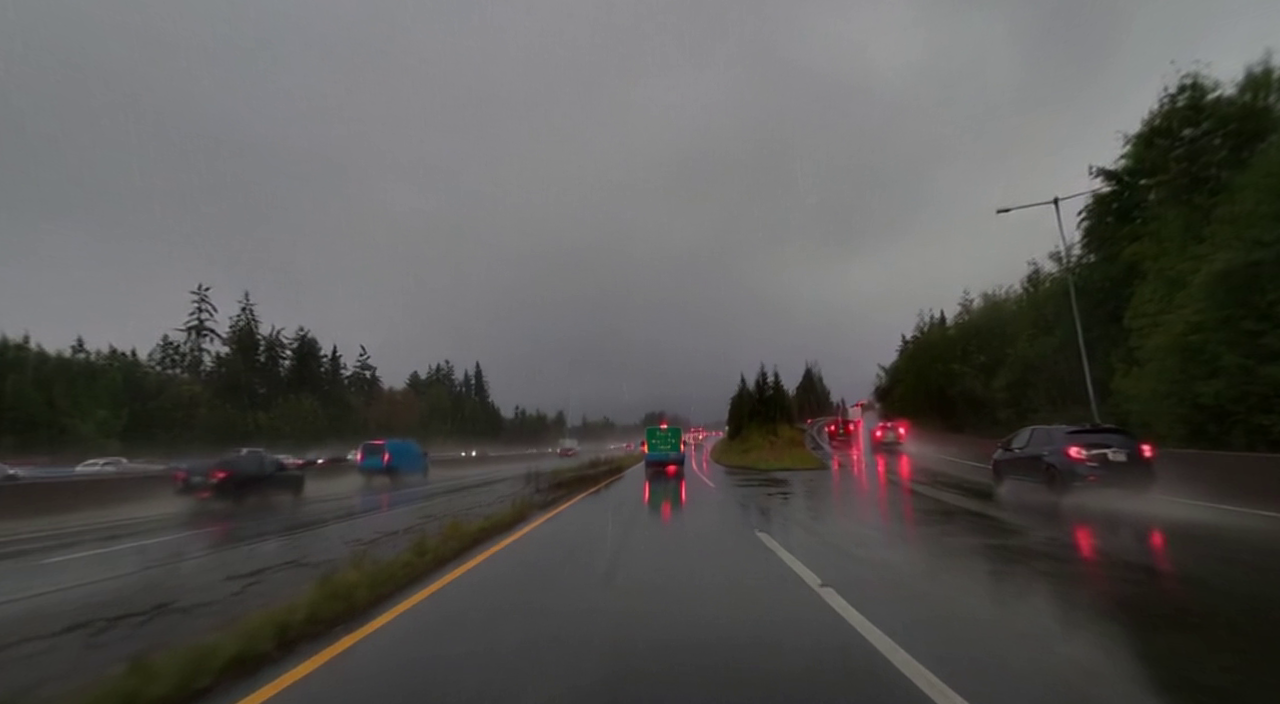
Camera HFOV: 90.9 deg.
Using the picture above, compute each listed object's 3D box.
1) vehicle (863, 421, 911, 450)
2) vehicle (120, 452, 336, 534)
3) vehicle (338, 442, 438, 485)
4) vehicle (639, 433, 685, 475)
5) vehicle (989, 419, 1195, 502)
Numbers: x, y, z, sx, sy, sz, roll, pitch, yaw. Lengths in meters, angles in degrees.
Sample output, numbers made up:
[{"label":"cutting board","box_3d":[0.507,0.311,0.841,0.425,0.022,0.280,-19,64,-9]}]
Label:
[{"label":"vehicle","box_3d":[16.672,5.697,42.834,2.167,1.798,4.838,-2,-8,12]},{"label":"vehicle","box_3d":[-9.247,3.142,14.726,1.896,1.543,4.429,-1,-8,3]},{"label":"vehicle","box_3d":[-12.771,5.661,32.598,2.298,1.964,6.364,-1,-8,3]},{"label":"vehicle","box_3d":[1.024,4.917,30.593,2.043,1.821,4.558,-1,-8,1]},{"label":"vehicle","box_3d":[10.492,2.548,15.212,2.098,1.654,4.637,-2,-8,9]}]
